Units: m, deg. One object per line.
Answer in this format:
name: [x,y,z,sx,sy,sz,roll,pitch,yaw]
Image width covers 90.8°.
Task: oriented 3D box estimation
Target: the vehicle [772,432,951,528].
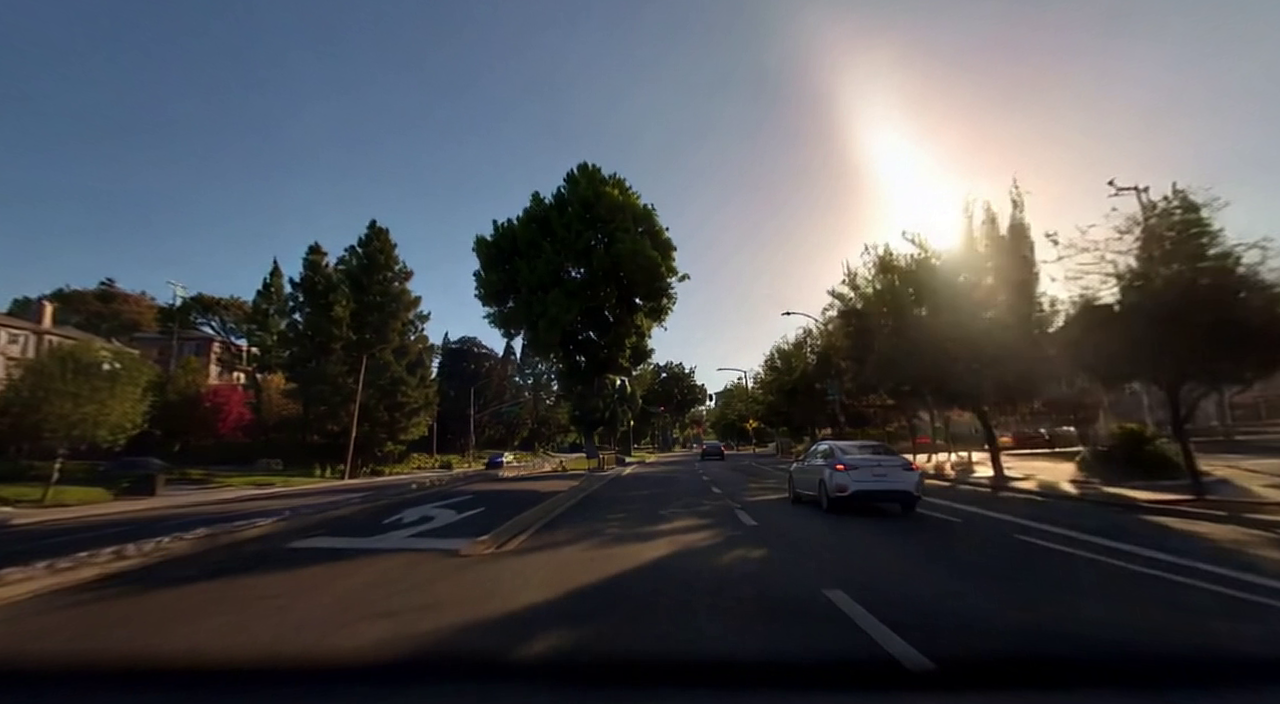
vehicle: [3.876,2.301,11.901,1.852,1.453,4.083,0,-9,0]
